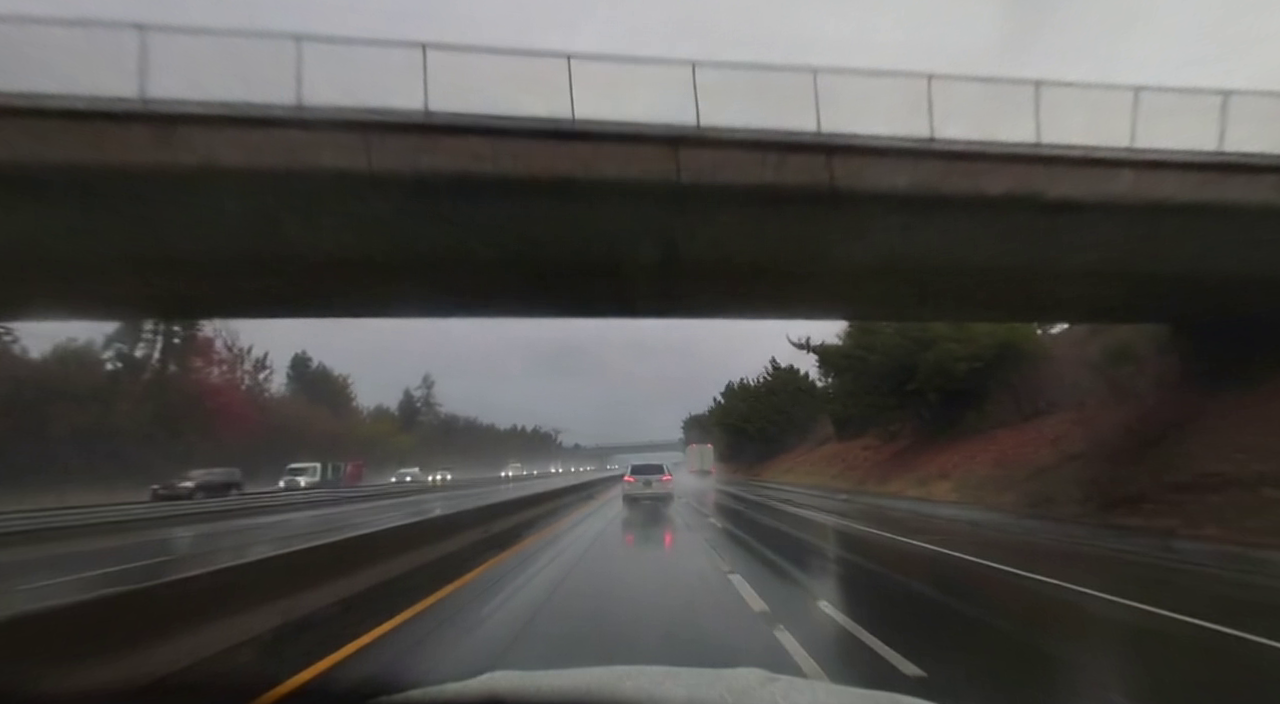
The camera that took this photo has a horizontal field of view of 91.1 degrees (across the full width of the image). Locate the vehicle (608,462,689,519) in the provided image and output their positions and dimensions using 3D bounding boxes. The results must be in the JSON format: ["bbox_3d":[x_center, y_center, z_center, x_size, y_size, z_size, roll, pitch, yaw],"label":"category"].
[{"bbox_3d":[0.237,4.049,18.673,2.156,1.444,3.762,1,-11,0],"label":"vehicle"}]
